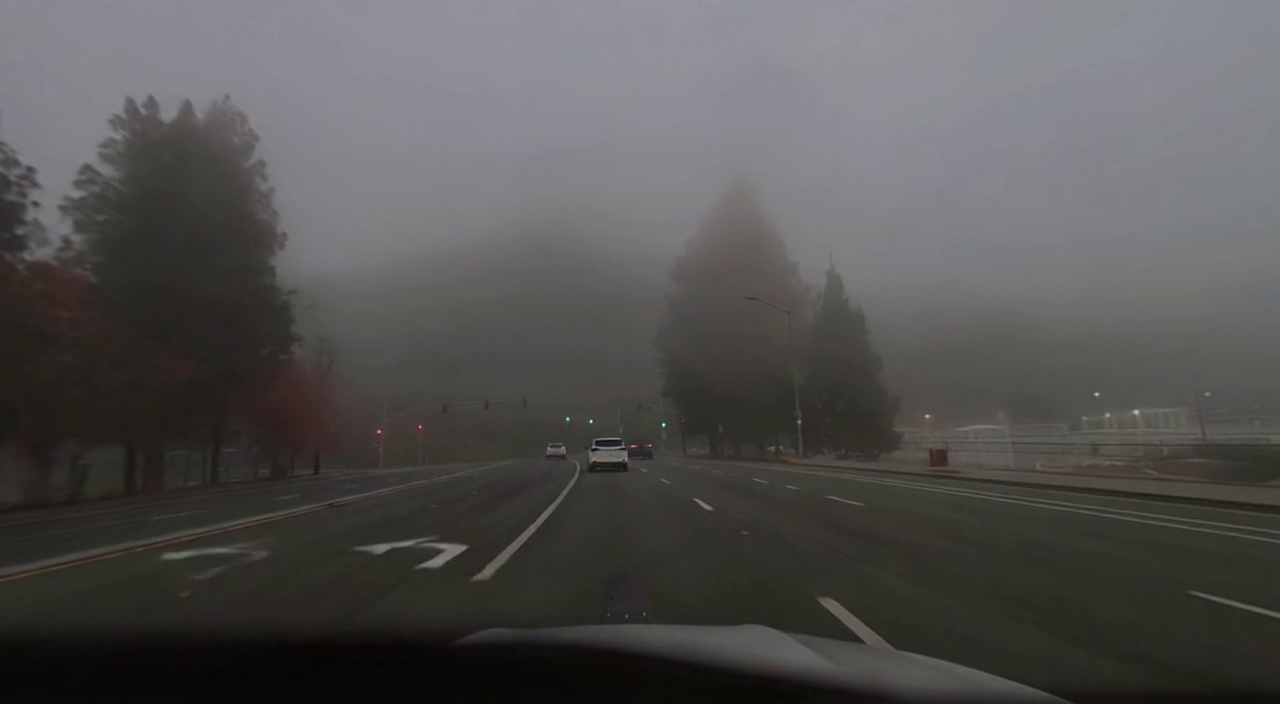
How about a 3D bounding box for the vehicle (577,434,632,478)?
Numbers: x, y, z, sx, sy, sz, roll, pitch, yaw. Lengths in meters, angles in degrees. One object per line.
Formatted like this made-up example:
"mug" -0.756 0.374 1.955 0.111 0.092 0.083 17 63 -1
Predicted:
"vehicle" -1.633 4.524 27.755 2.253 1.756 4.313 1 -8 -5
